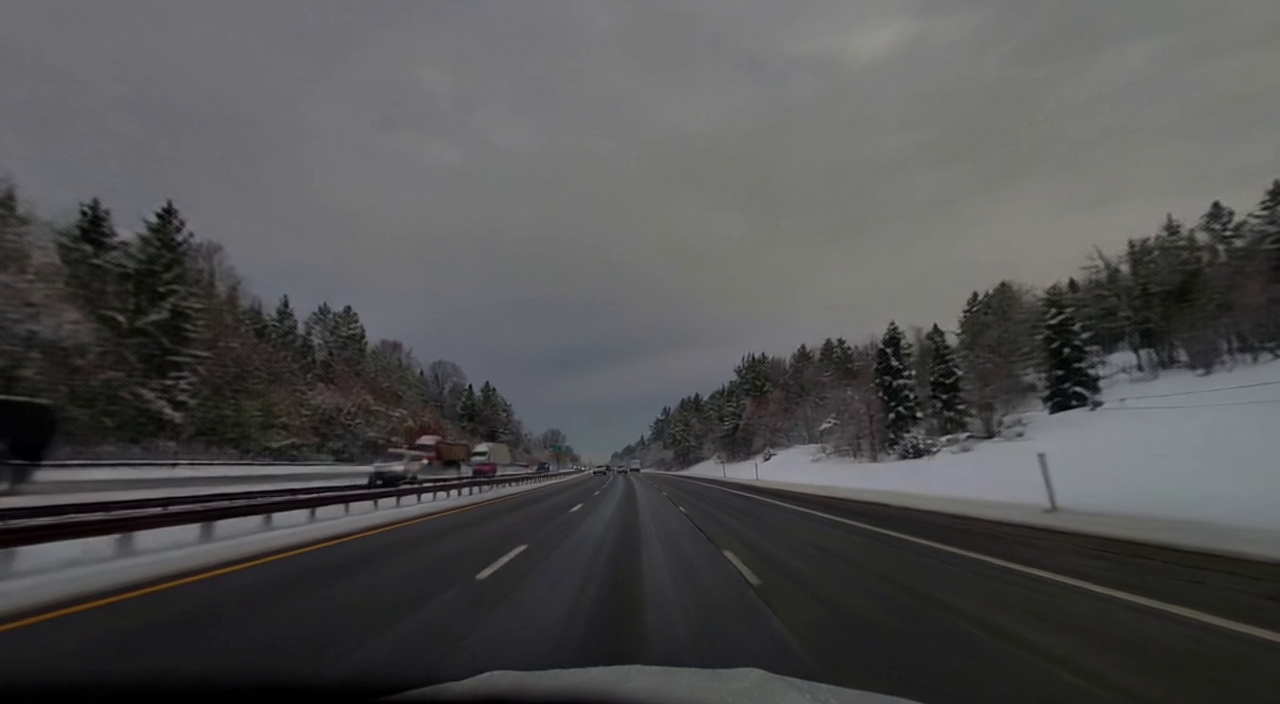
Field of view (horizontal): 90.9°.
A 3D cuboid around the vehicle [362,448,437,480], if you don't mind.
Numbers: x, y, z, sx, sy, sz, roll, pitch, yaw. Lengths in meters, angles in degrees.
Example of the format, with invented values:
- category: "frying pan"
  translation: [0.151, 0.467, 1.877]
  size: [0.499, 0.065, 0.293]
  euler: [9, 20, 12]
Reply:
- category: "vehicle"
  translation: [-12.301, 5.812, 32.561]
  size: [1.997, 1.514, 4.668]
  euler: [1, -10, 0]
